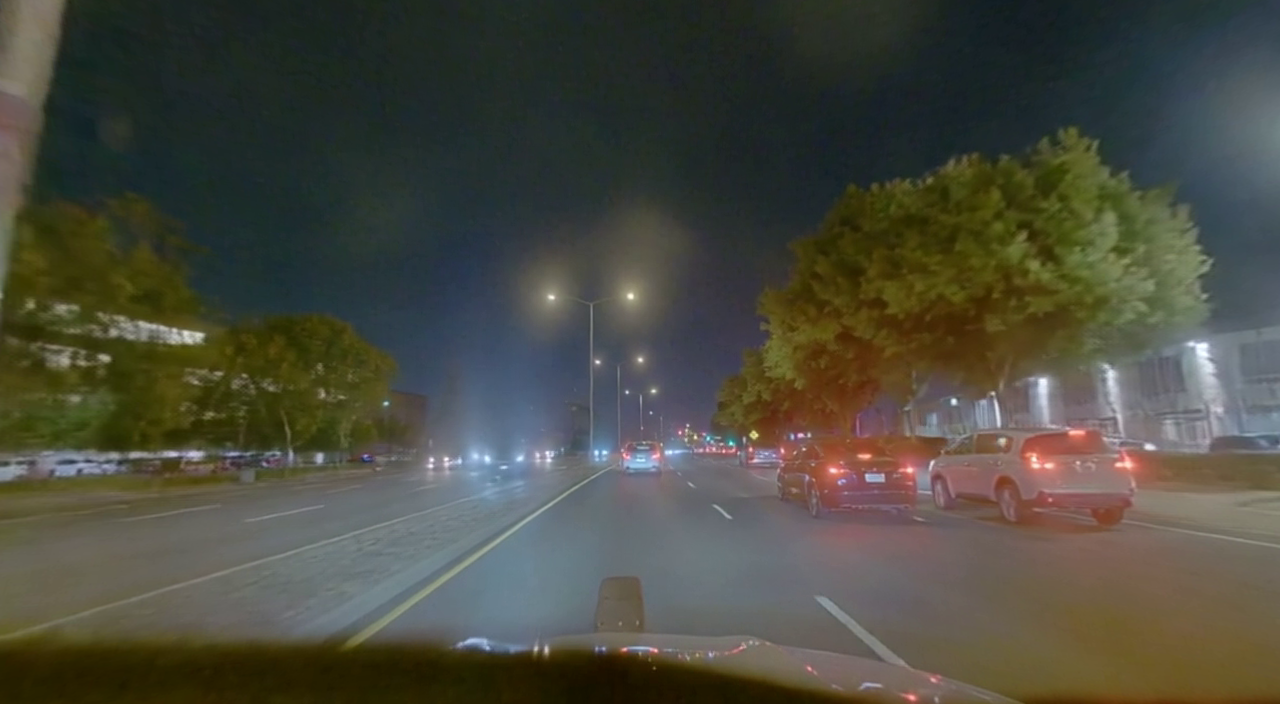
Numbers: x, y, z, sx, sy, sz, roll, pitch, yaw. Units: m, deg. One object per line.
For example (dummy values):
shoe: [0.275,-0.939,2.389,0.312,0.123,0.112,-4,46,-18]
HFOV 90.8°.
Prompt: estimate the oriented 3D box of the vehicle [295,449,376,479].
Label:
vehicle: [-16.601,6.124,34.792,1.982,1.481,4.706,0,-9,2]

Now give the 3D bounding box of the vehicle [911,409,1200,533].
vehicle: [7.136,2.097,11.680,2.134,1.810,4.590,0,-9,-1]

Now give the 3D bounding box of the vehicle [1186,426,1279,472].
vehicle: [19.857,3.086,20.062,3.316,1.355,1.611,-2,-11,6]

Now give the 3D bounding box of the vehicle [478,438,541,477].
vehicle: [-5.629,4.610,27.791,1.887,1.582,3.915,0,-9,1]

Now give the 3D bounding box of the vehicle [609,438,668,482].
vehicle: [-0.041,3.953,23.438,1.994,1.479,3.647,0,-9,0]

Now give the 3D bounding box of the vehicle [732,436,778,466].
vehicle: [7.318,6.387,40.731,2.068,1.779,4.567,0,-9,-1]

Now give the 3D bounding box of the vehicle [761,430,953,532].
vehicle: [3.561,2.196,11.331,1.858,1.466,4.230,0,-9,-1]
